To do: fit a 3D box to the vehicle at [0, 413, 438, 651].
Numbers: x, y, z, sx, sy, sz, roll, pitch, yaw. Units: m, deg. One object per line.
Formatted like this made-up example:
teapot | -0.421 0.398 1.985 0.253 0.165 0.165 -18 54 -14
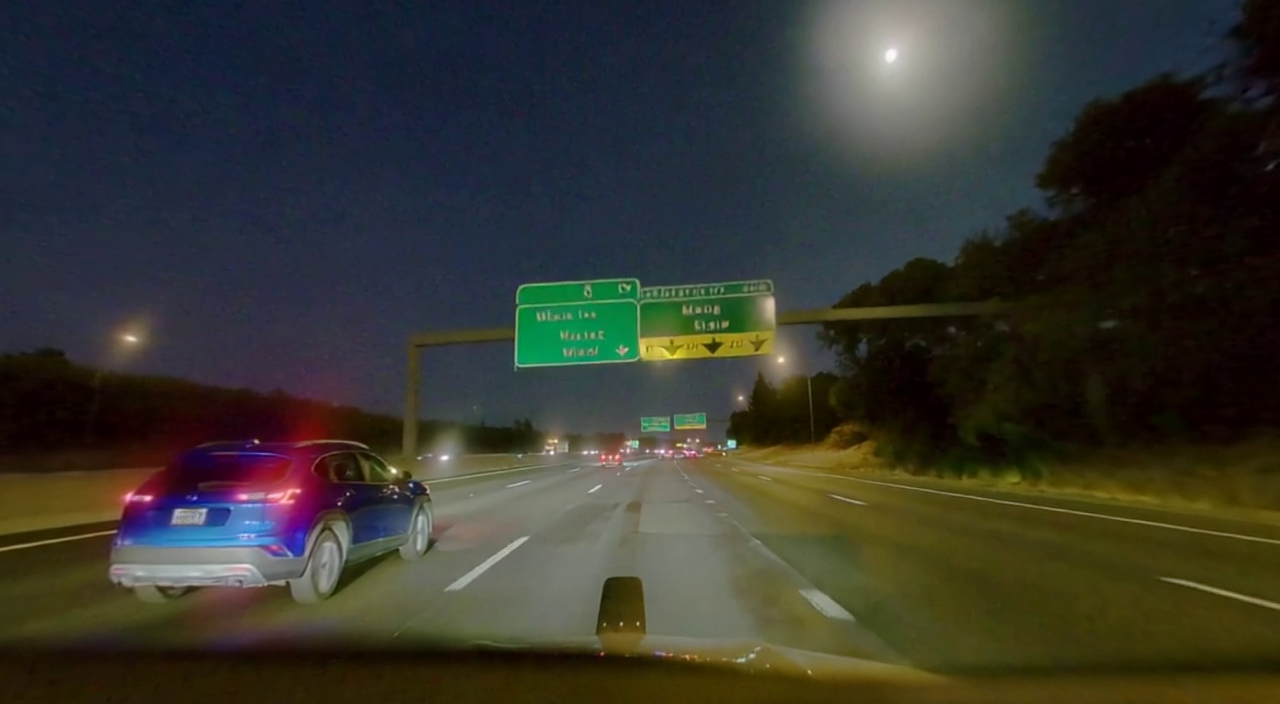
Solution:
vehicle | -3.812 1.549 6.483 2.016 1.623 4.126 0 -8 1
